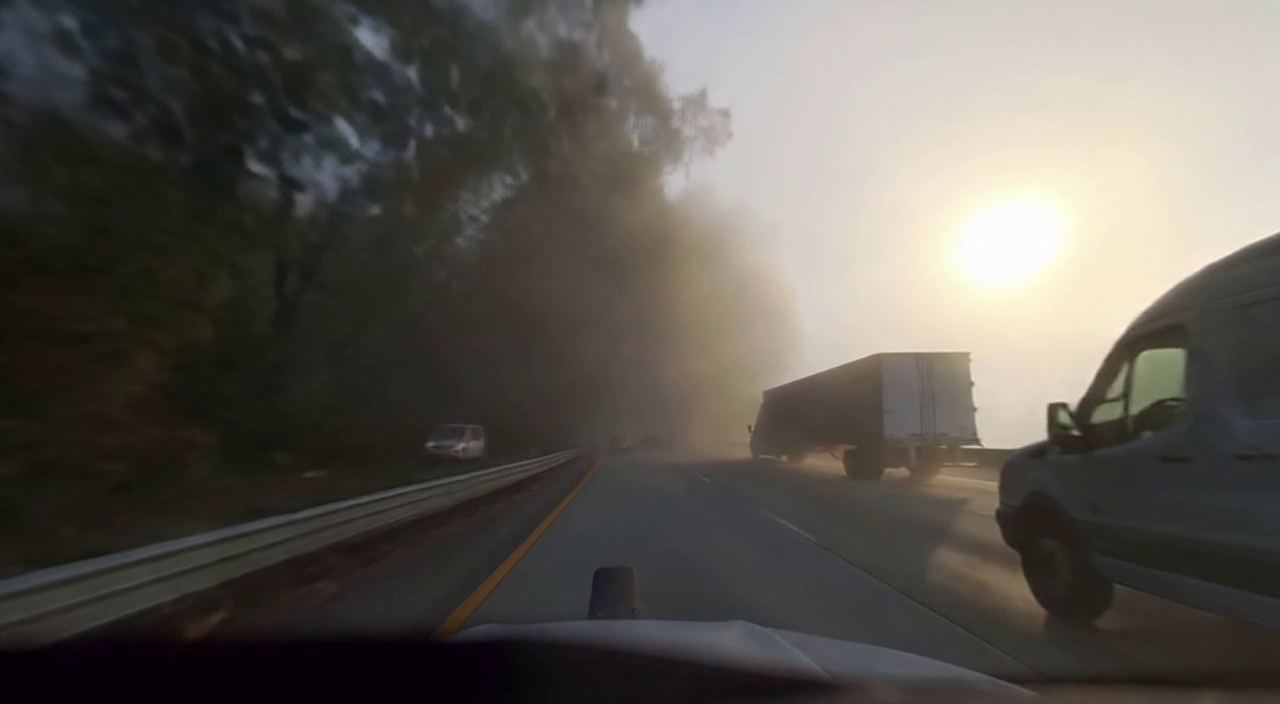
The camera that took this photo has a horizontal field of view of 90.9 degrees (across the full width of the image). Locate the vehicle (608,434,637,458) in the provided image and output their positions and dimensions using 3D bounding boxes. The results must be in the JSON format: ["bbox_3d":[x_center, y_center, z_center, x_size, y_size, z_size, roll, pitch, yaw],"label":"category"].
[{"bbox_3d":[-1.360,7.049,47.547,2.088,1.671,4.068,0,-8,-2],"label":"vehicle"}]

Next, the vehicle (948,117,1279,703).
[{"bbox_3d":[3.503,0.363,1.704,2.436,2.521,5.409,0,-8,-2],"label":"vehicle"}]

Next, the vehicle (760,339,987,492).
[{"bbox_3d":[7.584,2.630,23.999,2.888,4.093,14.227,0,-8,-1],"label":"vehicle"}]

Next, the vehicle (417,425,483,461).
[{"bbox_3d":[-9.325,4.496,31.283,2.010,1.653,4.217,0,-8,-1],"label":"vehicle"}]
